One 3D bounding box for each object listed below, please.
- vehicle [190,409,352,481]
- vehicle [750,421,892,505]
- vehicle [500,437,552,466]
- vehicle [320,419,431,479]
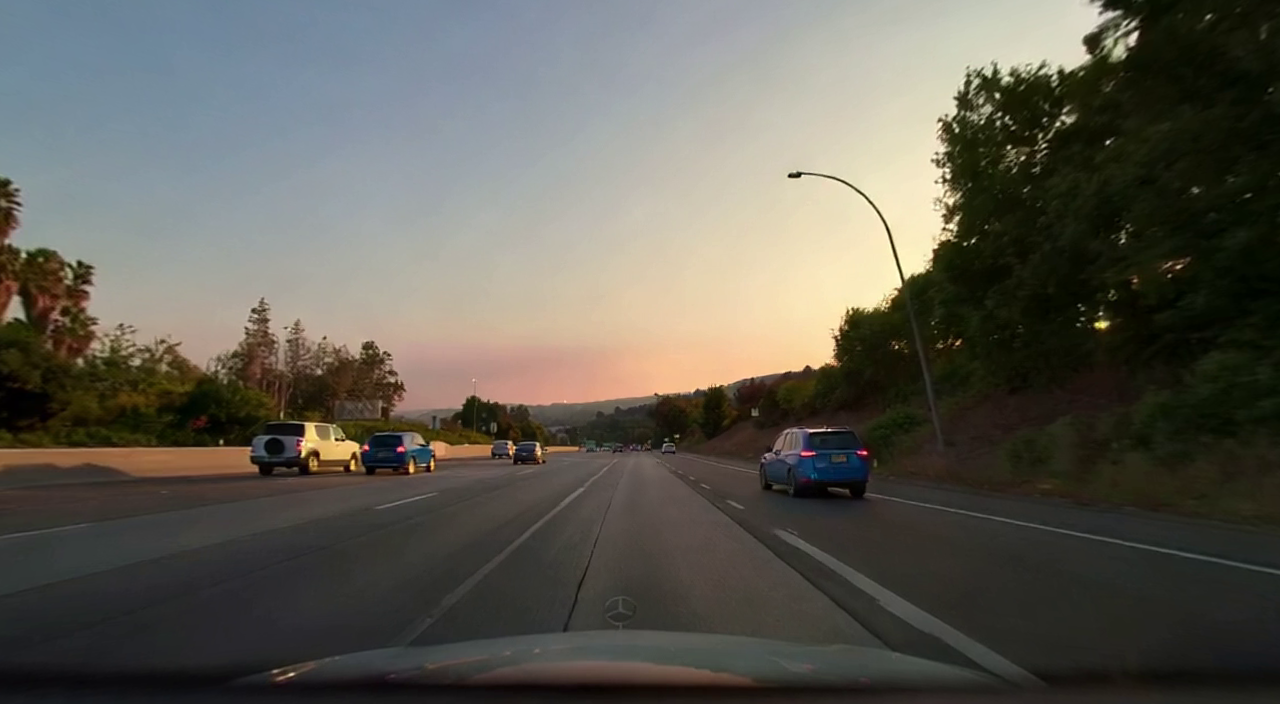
[{"bbox_3d":[-14.585,3.770,25.565,2.647,2.508,6.337,0,-8,1],"label":"vehicle"},{"bbox_3d":[4.517,2.872,16.672,2.184,1.892,4.763,0,-9,-2],"label":"vehicle"},{"bbox_3d":[-7.416,6.517,41.524,2.503,1.775,4.763,0,-9,0],"label":"vehicle"},{"bbox_3d":[-10.837,4.052,26.394,2.261,2.230,5.435,0,-8,0],"label":"vehicle"}]
